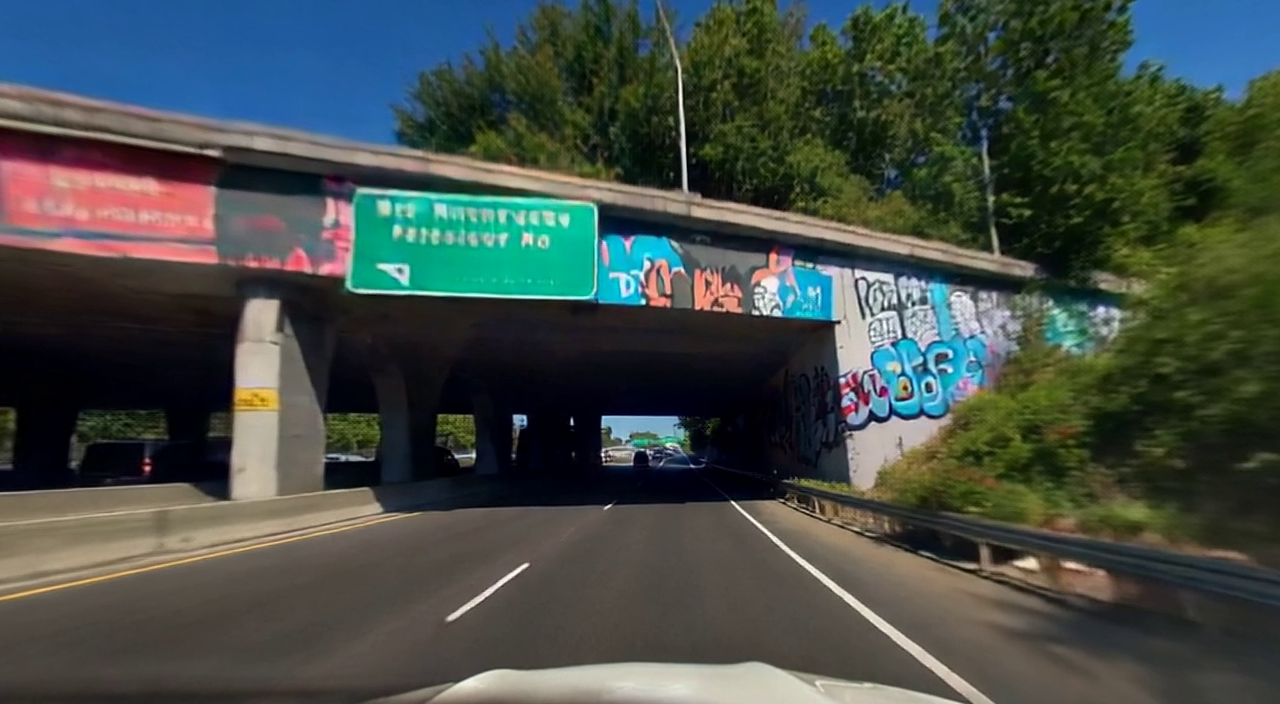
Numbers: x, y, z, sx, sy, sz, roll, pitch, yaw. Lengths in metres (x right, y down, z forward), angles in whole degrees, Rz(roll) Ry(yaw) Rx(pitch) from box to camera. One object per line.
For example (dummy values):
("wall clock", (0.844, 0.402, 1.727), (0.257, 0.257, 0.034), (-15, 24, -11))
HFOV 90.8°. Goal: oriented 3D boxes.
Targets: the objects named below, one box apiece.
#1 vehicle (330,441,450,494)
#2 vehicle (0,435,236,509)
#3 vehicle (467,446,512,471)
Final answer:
("vehicle", (-8.322, 3.873, 21.555), (1.979, 1.600, 4.516), (-1, -8, 4))
("vehicle", (-13.093, 2.986, 16.256), (2.059, 1.615, 4.688), (-1, -8, 3))
("vehicle", (-11.082, 7.903, 46.868), (1.962, 1.731, 4.523), (-1, -8, 4))
